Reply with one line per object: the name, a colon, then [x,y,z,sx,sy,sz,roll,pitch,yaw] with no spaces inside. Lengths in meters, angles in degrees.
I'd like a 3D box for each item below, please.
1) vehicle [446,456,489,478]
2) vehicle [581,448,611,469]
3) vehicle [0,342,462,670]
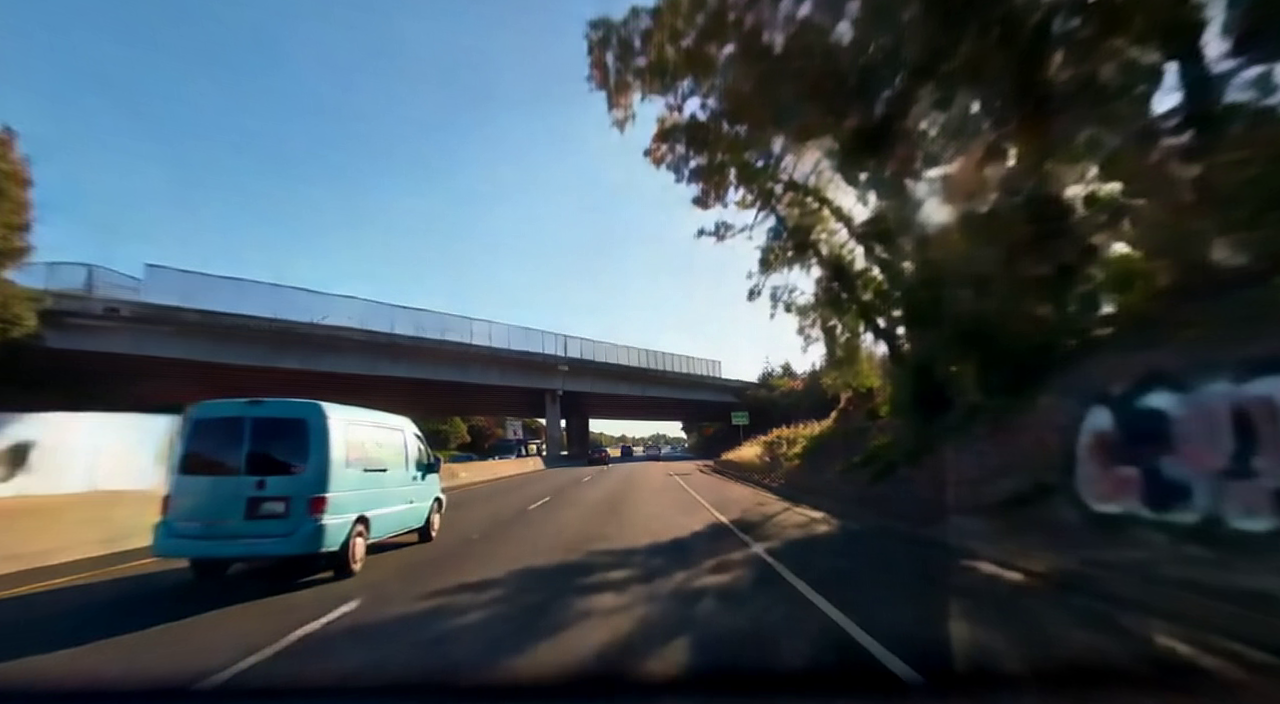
vehicle: [-12.562,8.391,46.208,1.859,1.450,4.431,0,-9,1]
vehicle: [-3.352,8.167,48.628,1.994,1.471,3.962,0,-9,1]
vehicle: [-3.770,1.319,6.528,2.310,2.030,5.094,0,-9,0]
